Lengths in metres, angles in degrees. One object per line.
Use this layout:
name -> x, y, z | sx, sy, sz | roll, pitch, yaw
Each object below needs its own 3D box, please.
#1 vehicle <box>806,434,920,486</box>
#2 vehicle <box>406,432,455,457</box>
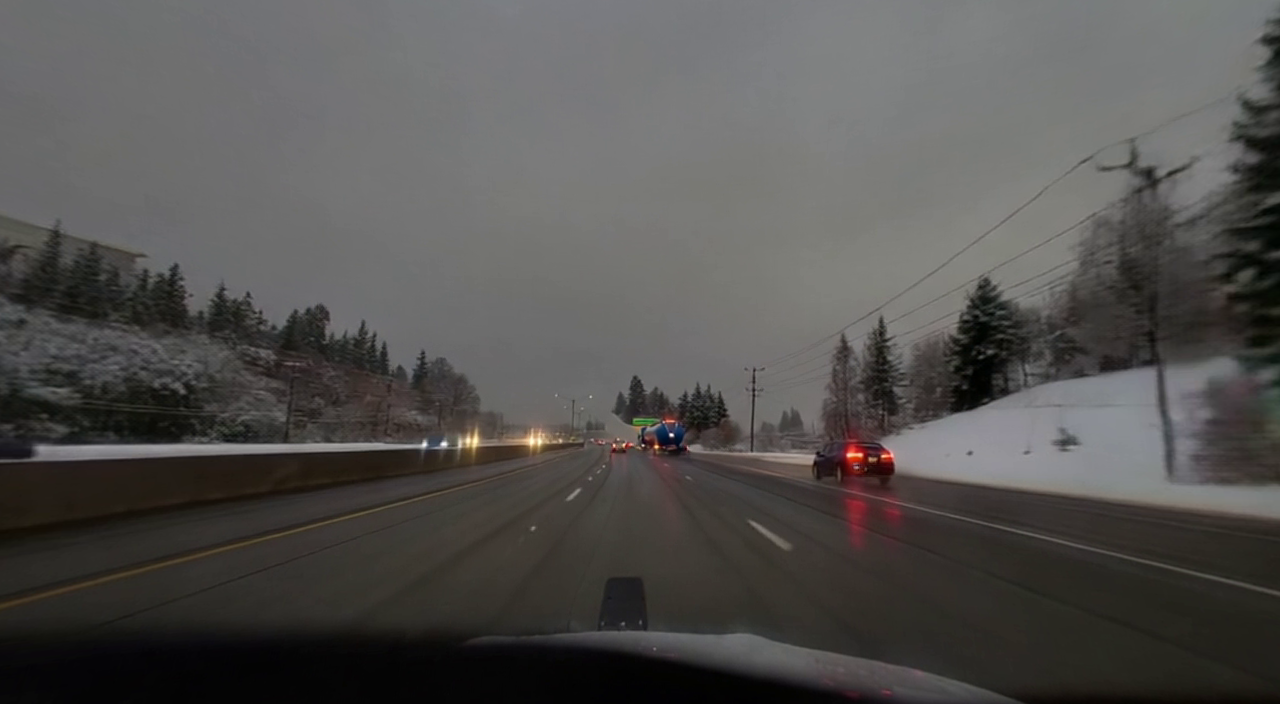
vehicle -> 7.015, 3.427, 20.400 | 1.905, 1.480, 4.624 | 0, -8, -1
vehicle -> -14.492, 6.428, 43.834 | 1.954, 1.578, 4.562 | 0, -8, -1
